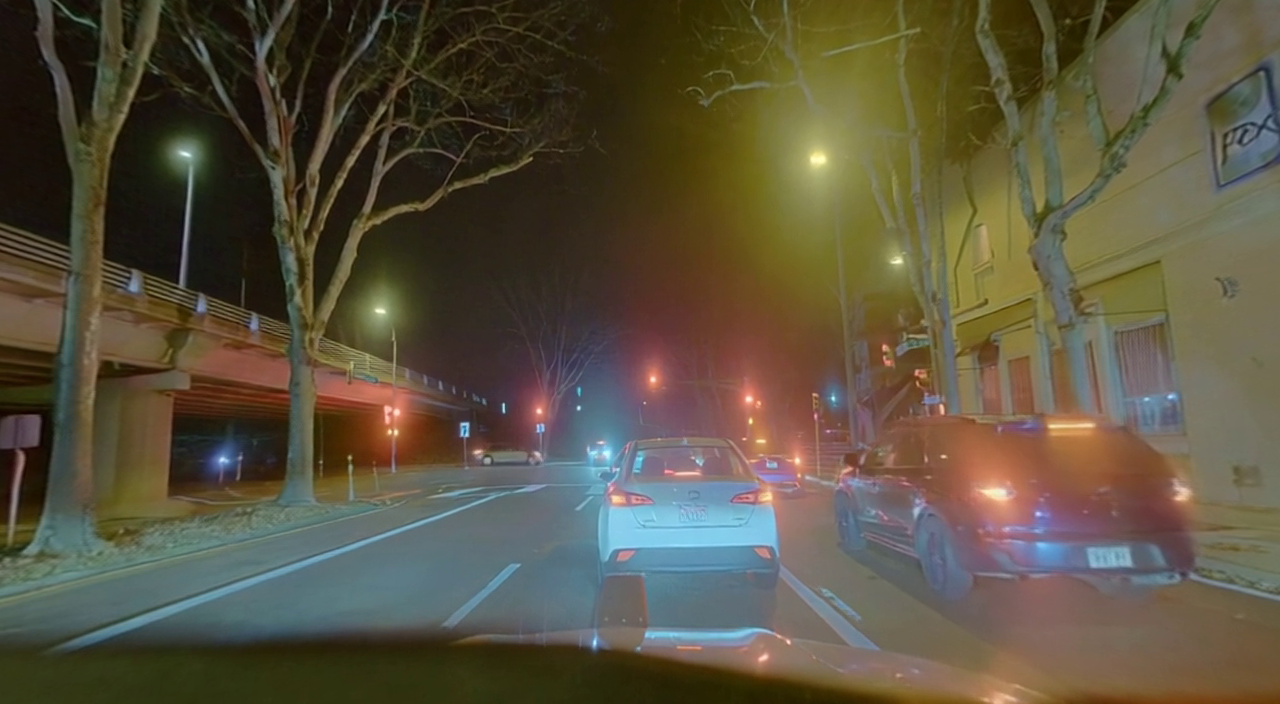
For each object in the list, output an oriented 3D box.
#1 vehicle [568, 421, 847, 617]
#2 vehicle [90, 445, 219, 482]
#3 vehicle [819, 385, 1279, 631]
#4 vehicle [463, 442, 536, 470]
[{"bbox_3d":[0.529,1.576,6.929,2.101,1.467,4.210,0,-8,1],"label":"vehicle"},{"bbox_3d":[-23.142,5.330,30.206,4.474,1.673,2.010,0,-8,1],"label":"vehicle"},{"bbox_3d":[3.647,1.469,6.931,2.062,1.781,4.488,0,-8,0],"label":"vehicle"},{"bbox_3d":[-7.657,5.692,34.794,1.873,1.462,4.283,-3,-9,19],"label":"vehicle"}]
